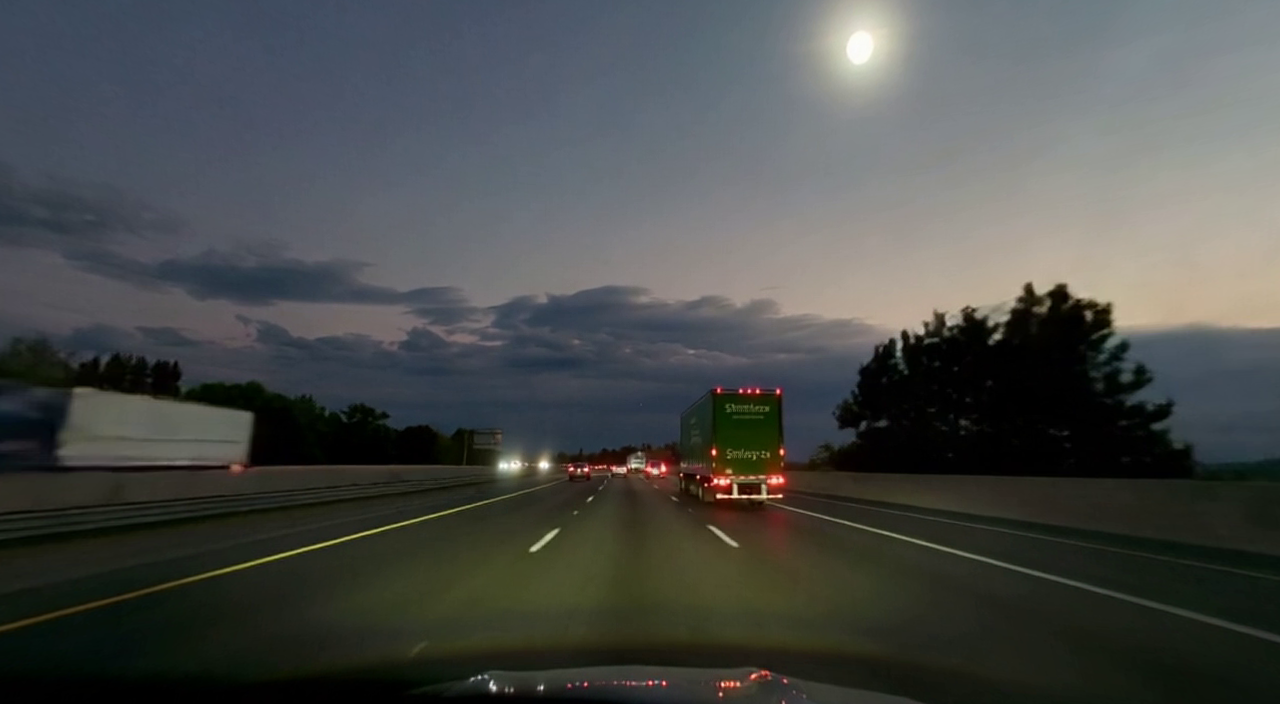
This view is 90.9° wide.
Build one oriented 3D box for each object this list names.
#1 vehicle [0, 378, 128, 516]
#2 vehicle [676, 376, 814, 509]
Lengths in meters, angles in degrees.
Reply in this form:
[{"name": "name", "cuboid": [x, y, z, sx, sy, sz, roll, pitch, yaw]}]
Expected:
[{"name": "vehicle", "cuboid": [-12.685, 1.612, 10.837, 2.371, 2.442, 6.351, 1, -10, -1]}, {"name": "vehicle", "cuboid": [3.833, 4.204, 27.603, 2.992, 4.300, 13.967, 1, -10, -3]}]
